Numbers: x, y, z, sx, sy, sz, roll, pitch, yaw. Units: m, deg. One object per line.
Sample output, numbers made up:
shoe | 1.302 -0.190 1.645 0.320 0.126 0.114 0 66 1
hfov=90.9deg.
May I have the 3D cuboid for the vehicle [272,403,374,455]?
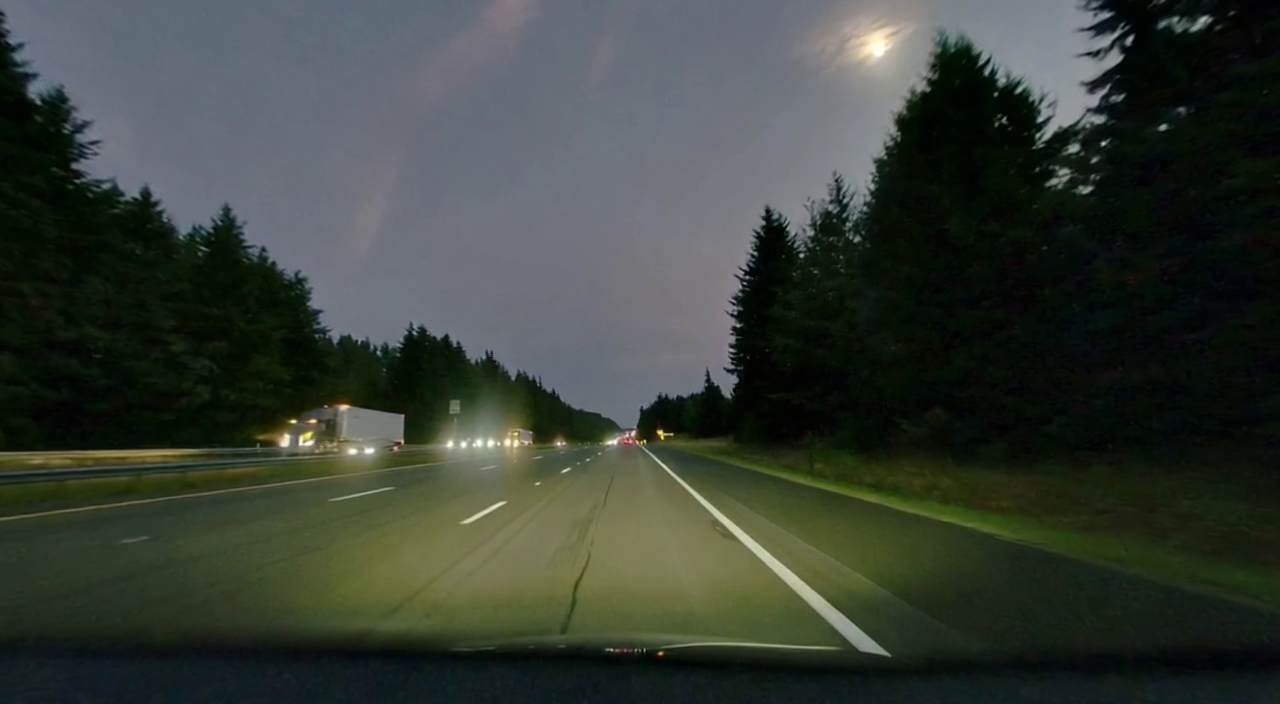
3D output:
vehicle | -24.538 6.117 49.515 2.975 3.670 9.888 0 -8 -1
